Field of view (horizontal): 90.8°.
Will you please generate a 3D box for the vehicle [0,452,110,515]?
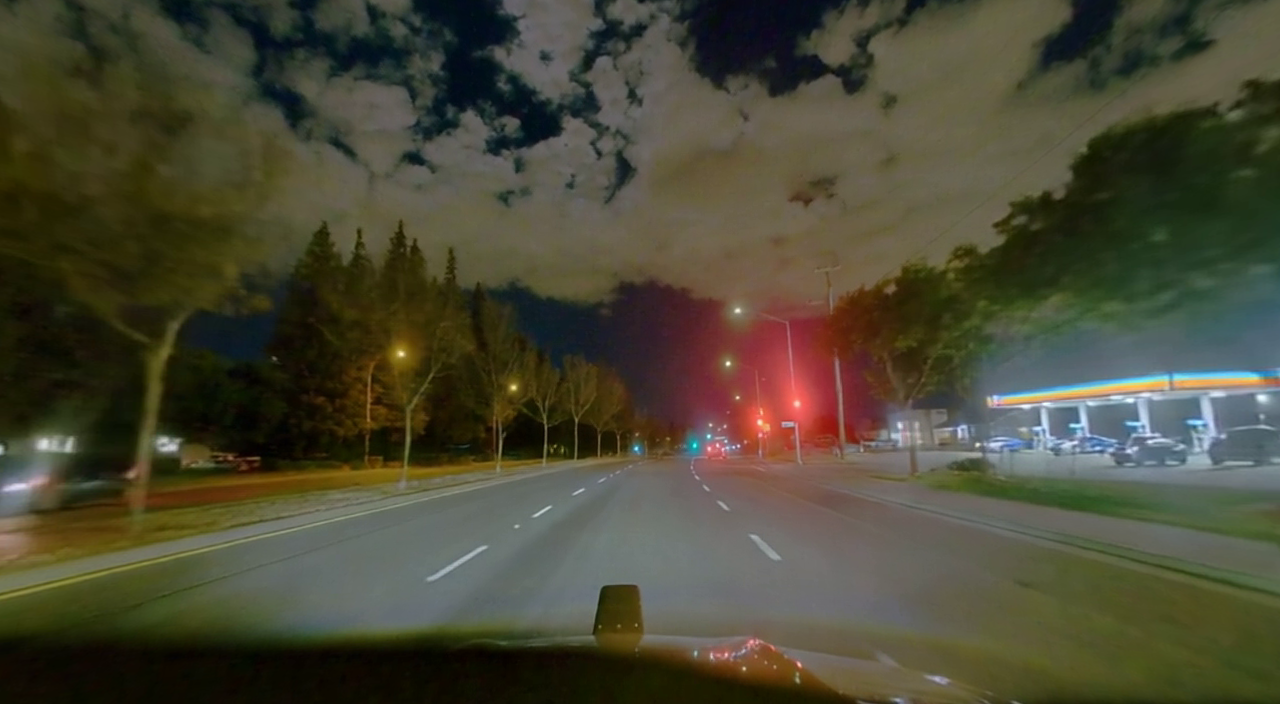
[{"bbox_3d":[-18.469,3.795,18.477,1.970,1.696,4.410,-1,-9,2],"label":"vehicle"}]
